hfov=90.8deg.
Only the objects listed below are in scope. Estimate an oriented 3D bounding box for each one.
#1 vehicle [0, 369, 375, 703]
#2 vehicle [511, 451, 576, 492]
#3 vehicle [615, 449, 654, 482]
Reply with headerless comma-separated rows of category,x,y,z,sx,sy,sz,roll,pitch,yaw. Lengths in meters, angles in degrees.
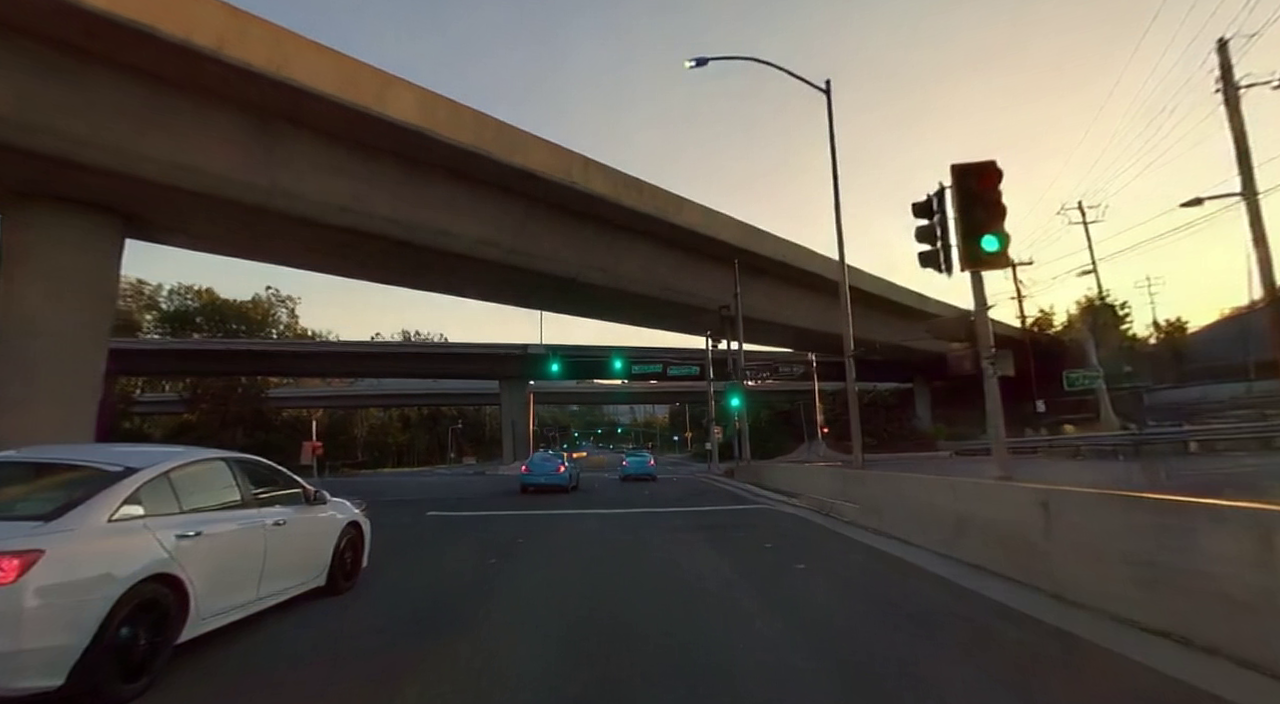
vehicle,-3.489,1.102,3.773,1.925,1.666,4.271,0,-8,0
vehicle,-3.754,4.735,25.368,1.946,1.437,4.154,0,-8,0
vehicle,-0.321,5.991,33.664,1.985,1.565,3.968,0,-8,-1
